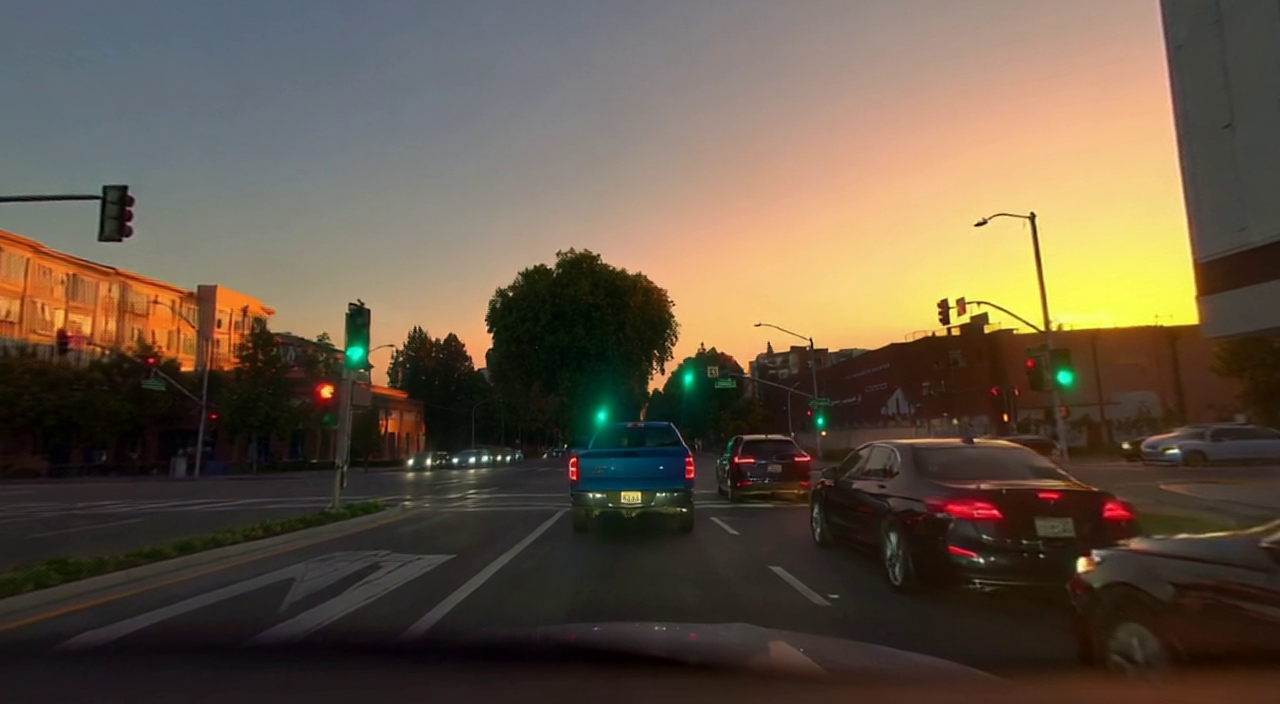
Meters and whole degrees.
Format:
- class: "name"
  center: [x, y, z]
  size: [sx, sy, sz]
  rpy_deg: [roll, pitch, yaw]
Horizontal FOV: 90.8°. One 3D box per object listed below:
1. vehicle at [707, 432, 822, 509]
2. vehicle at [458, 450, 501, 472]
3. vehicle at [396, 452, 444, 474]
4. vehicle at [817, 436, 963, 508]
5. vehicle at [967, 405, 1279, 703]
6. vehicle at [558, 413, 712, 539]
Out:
- class: "vehicle"
  center: [3.118, 3.058, 16.859]
  size: [2.013, 1.742, 4.424]
  rpy_deg: [0, -8, -2]
- class: "vehicle"
  center: [-11.785, 8.041, 46.658]
  size: [1.989, 1.459, 4.667]
  rpy_deg: [0, -8, 0]
- class: "vehicle"
  center: [-15.844, 8.007, 45.794]
  size: [1.915, 1.491, 4.347]
  rpy_deg: [0, -8, 0]
- class: "vehicle"
  center: [6.459, 3.126, 16.948]
  size: [2.002, 1.651, 4.305]
  rpy_deg: [0, -8, -2]
- class: "vehicle"
  center: [3.239, 0.887, 1.970]
  size: [2.057, 1.463, 4.365]
  rpy_deg: [0, -8, 0]
- class: "vehicle"
  center: [-0.157, 2.221, 11.979]
  size: [2.344, 1.883, 4.572]
  rpy_deg: [0, -8, -2]
